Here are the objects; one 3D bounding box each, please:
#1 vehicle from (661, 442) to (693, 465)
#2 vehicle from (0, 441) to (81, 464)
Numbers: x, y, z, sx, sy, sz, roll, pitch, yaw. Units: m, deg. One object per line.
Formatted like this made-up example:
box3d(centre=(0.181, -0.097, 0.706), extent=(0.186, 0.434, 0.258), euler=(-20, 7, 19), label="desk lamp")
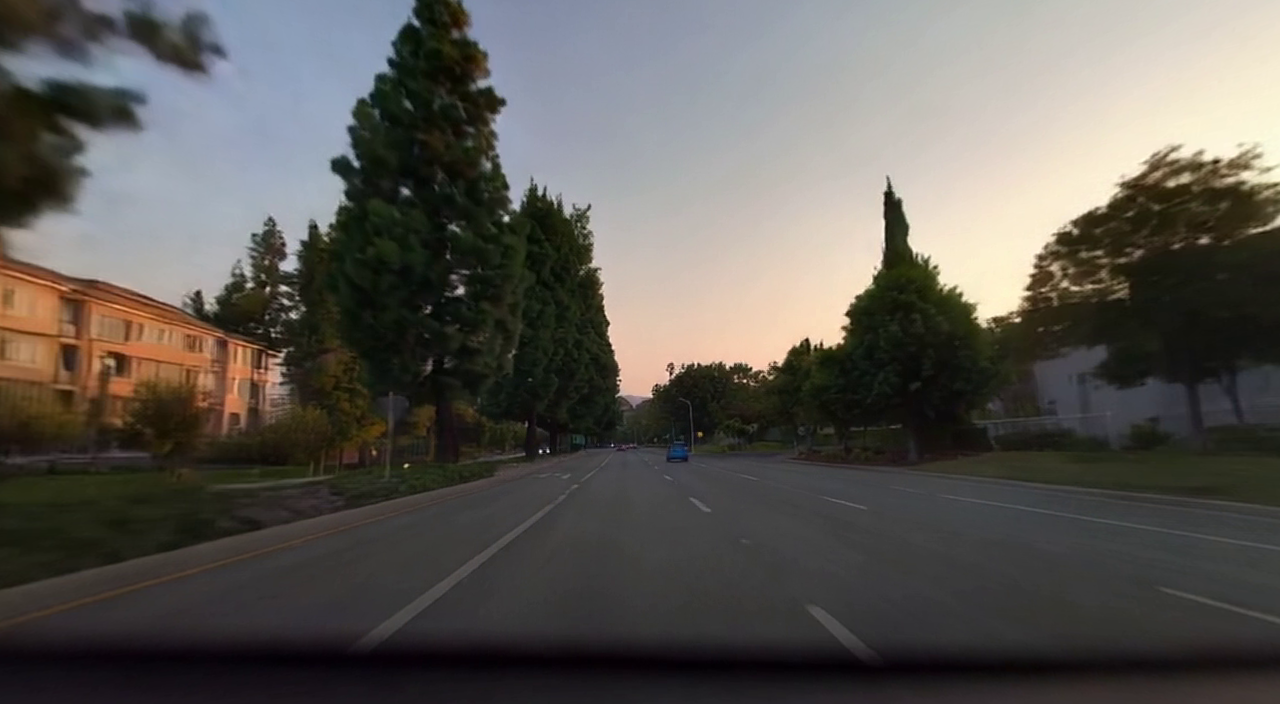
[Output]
box3d(centre=(2.816, 7.788, 48.652), extent=(2.072, 1.696, 4.177), euler=(0, -9, -2), label="vehicle")
box3d(centre=(-44.517, 7.456, 46.823), extent=(4.131, 1.521, 1.901), euler=(-2, -10, -4), label="vehicle")
